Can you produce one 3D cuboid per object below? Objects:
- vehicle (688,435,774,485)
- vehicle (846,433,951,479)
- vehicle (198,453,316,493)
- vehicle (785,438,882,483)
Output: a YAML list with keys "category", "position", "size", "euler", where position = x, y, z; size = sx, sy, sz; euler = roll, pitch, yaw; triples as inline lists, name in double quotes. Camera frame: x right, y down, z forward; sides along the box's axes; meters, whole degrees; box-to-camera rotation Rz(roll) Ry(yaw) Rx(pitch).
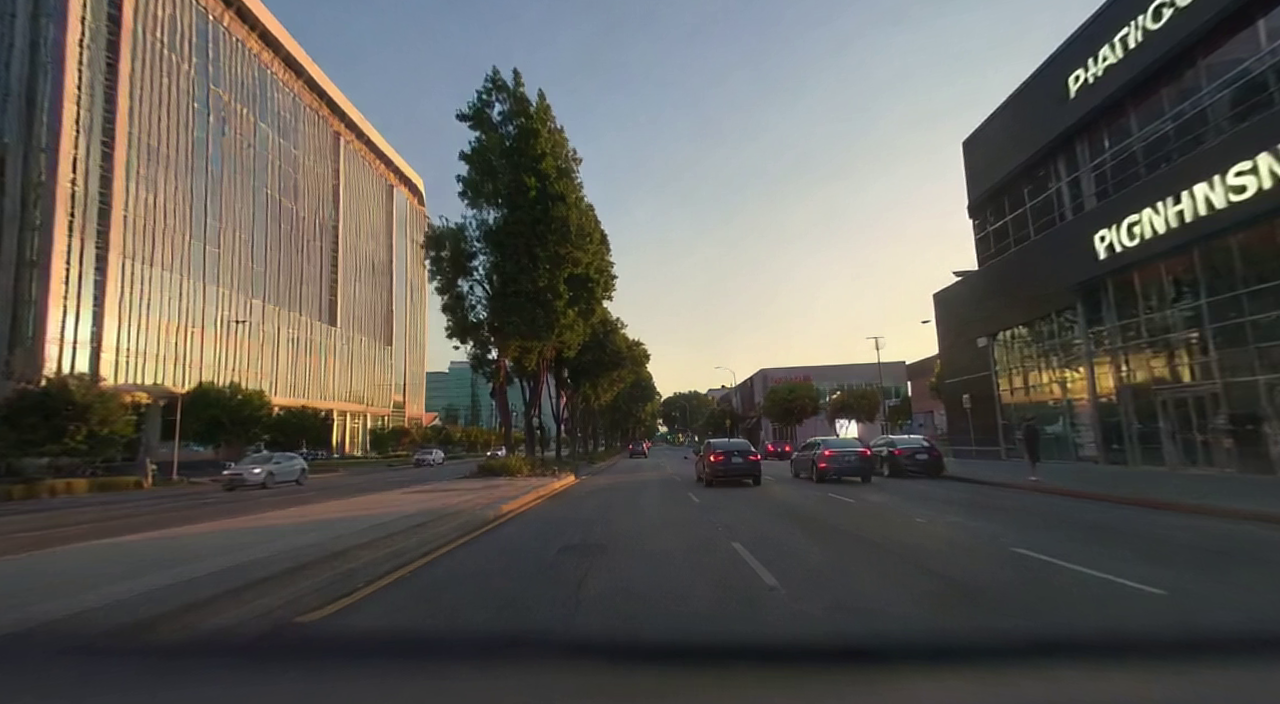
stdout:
- category: "vehicle"
  position: [2.909, 3.601, 21.341]
  size: [2.131, 1.491, 4.496]
  euler: [0, -8, -2]
- category: "vehicle"
  position: [9.776, 3.978, 24.424]
  size: [1.952, 1.574, 5.052]
  euler: [0, -8, 0]
- category: "vehicle"
  position: [-16.230, 5.127, 27.151]
  size: [2.001, 1.471, 4.836]
  euler: [0, -8, 1]
- category: "vehicle"
  position: [6.615, 3.745, 22.161]
  size: [1.912, 1.411, 4.380]
  euler: [0, -8, -2]
